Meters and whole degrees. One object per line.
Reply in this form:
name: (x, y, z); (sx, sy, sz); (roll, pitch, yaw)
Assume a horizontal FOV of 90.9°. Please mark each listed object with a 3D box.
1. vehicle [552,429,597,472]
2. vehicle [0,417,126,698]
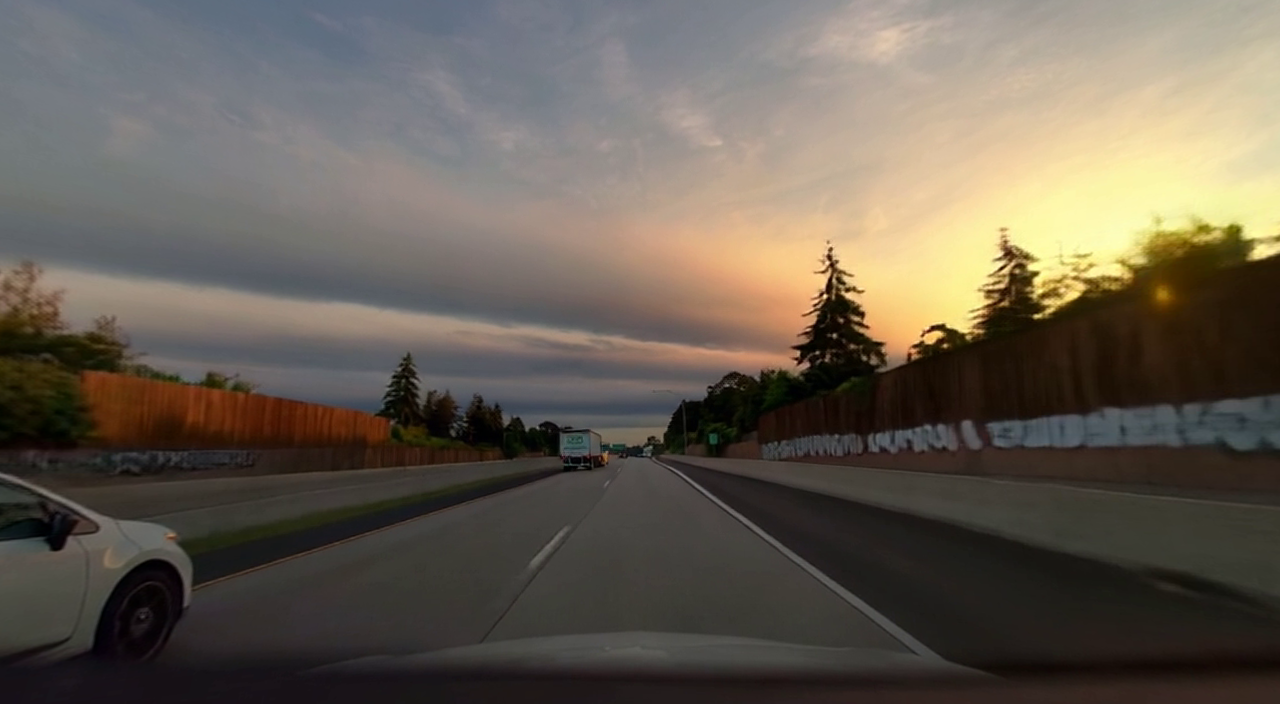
vehicle: (-4.061, 6.279, 40.307); (2.305, 2.517, 5.486); (0, -9, 0)
vehicle: (-4.431, 0.869, 1.857); (2.024, 1.476, 4.466); (0, -9, 1)
